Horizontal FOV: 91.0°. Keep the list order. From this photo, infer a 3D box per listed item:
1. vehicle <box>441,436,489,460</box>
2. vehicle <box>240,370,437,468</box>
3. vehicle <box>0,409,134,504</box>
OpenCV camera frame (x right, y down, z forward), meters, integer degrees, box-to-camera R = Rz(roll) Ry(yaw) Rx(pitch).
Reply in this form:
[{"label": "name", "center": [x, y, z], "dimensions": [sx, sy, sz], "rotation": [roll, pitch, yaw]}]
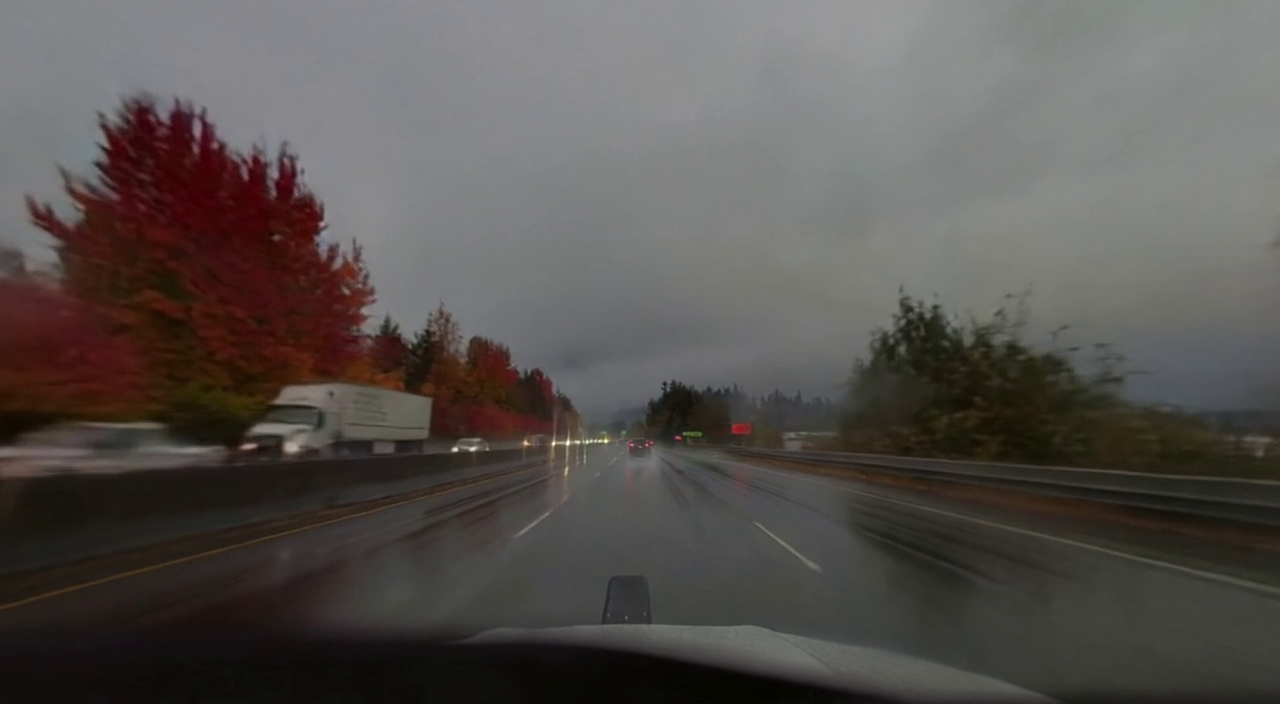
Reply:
[{"label": "vehicle", "center": [-11.543, 6.330, 41.743], "dimensions": [1.871, 1.479, 4.480], "rotation": [0, -8, 0]}, {"label": "vehicle", "center": [-15.084, 3.919, 34.181], "dimensions": [2.927, 4.069, 16.353], "rotation": [0, -8, -1]}, {"label": "vehicle", "center": [-11.702, 1.796, 10.866], "dimensions": [1.968, 1.569, 4.700], "rotation": [0, -8, 1]}]
